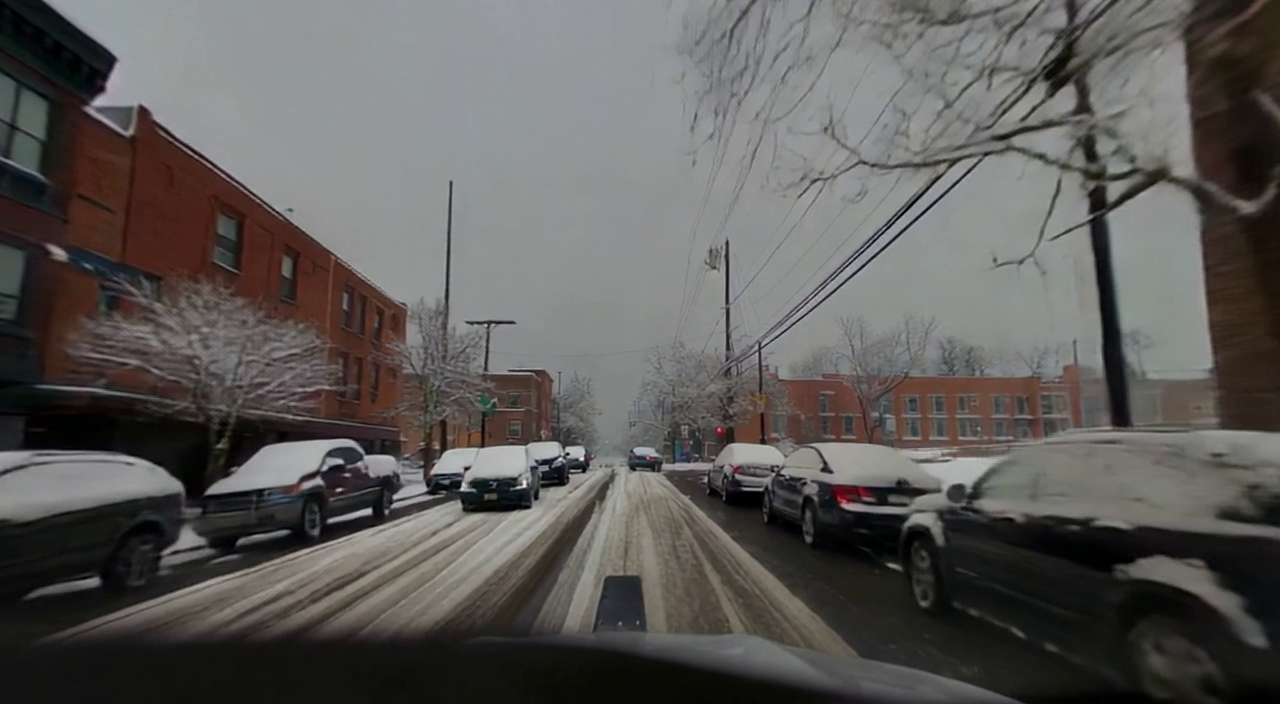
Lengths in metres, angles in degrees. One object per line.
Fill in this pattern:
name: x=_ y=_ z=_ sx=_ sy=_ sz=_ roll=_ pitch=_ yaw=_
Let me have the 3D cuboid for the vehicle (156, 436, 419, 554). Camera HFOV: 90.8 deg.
vehicle: x=-6.758 y=2.746 z=13.227 sx=2.263 sy=1.882 sz=5.706 roll=0 pitch=-8 yaw=-1

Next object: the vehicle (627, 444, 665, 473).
vehicle: x=0.450 y=6.626 z=39.580 sx=2.059 sy=1.736 sz=3.994 roll=-1 pitch=-8 yaw=5

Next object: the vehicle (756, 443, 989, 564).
vehicle: x=3.326 y=2.227 z=10.258 sx=1.946 sy=1.474 sz=4.710 roll=0 pitch=-8 yaw=-1

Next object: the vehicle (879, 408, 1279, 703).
vehicle: x=3.357 y=1.233 z=4.048 sx=1.895 sy=1.553 sz=4.235 roll=0 pitch=-8 yaw=-1

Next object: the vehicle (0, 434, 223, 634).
vehicle: x=-6.687 y=1.745 z=6.447 sx=1.925 sy=1.759 sz=4.396 roll=0 pitch=-8 yaw=-2

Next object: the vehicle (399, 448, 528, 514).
vehicle: x=-5.066 y=3.469 z=17.642 sx=1.994 sy=1.510 sz=4.802 roll=5 pitch=-10 yaw=-33

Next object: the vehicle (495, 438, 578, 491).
vehicle: x=-3.886 y=4.313 z=24.634 sx=2.236 sy=1.834 sz=4.743 roll=-1 pitch=-8 yaw=3
